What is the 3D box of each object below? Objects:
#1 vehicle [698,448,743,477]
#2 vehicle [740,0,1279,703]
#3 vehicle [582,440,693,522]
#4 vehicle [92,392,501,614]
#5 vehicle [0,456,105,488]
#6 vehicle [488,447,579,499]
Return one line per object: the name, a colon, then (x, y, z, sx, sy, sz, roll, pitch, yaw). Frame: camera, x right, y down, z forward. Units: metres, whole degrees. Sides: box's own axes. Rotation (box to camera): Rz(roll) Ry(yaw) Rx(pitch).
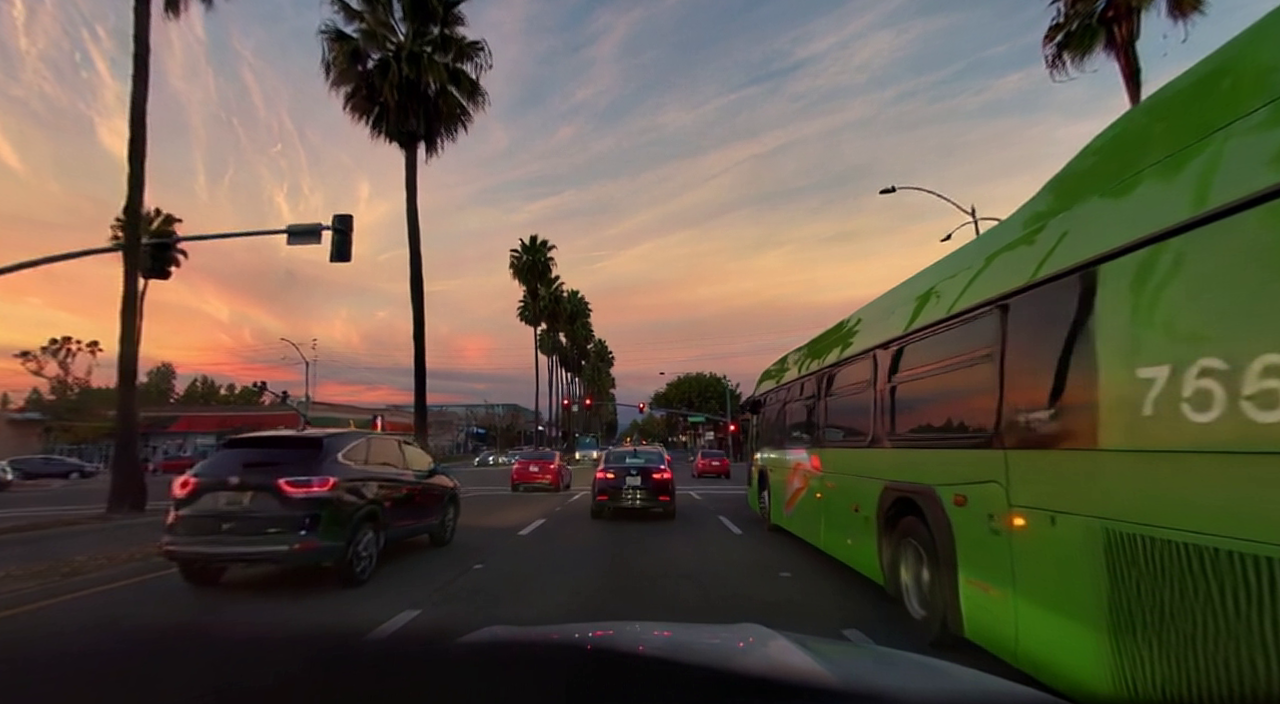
vehicle: (4.355, 6.012, 34.725, 1.989, 1.467, 4.364, 0, -9, 1)
vehicle: (3.709, 0.308, 6.819, 3.068, 4.026, 13.534, 0, -9, 0)
vehicle: (-0.034, 2.678, 13.635, 2.060, 1.499, 3.831, 0, -9, 0)
vehicle: (-3.408, 1.625, 7.797, 2.145, 1.824, 4.974, 0, -9, 1)
vehicle: (-36.851, 7.434, 39.343, 4.855, 1.812, 2.153, 1, -9, -6)
vehicle: (-3.164, 3.679, 19.661, 1.919, 1.415, 4.178, 0, -9, 2)
